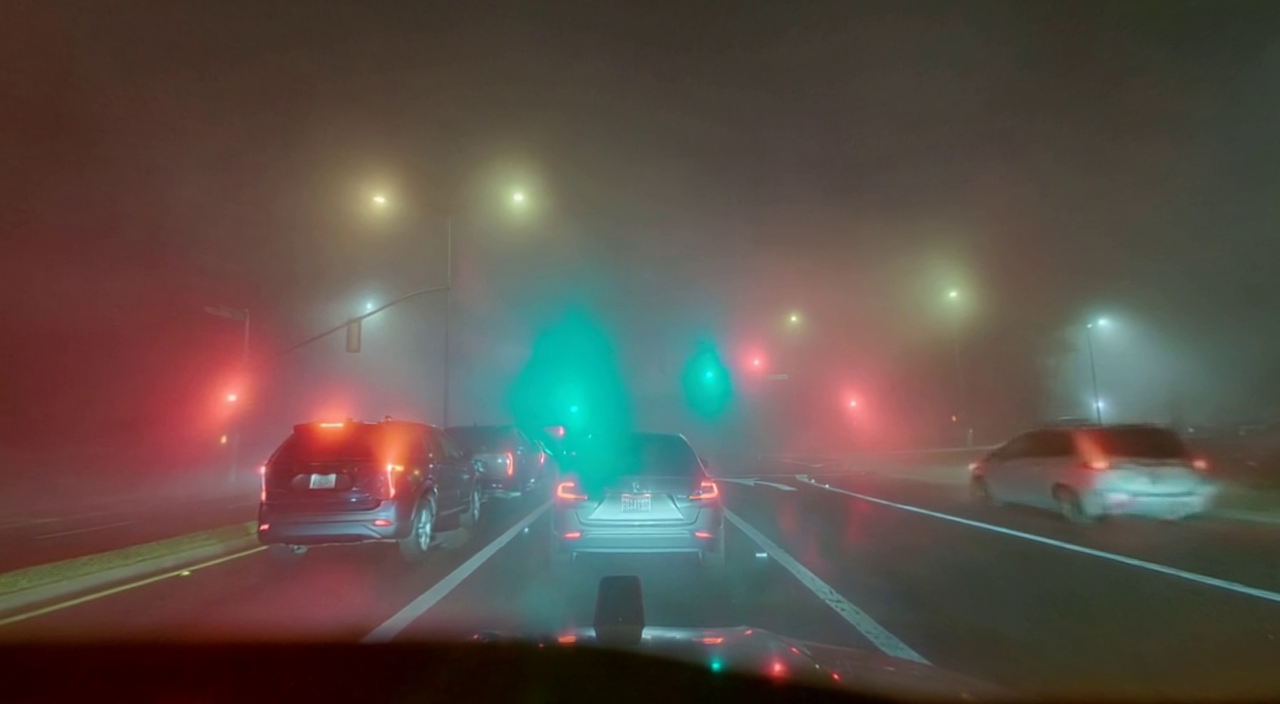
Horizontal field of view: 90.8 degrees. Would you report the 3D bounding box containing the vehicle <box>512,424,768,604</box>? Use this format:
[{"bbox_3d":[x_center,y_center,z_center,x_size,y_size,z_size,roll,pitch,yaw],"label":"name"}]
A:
[{"bbox_3d":[-0.061,1.642,7.312,2.126,1.475,3.967,0,-8,-2],"label":"vehicle"}]

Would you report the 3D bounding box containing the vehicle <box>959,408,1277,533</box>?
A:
[{"bbox_3d":[7.819,1.984,11.101,2.059,1.719,4.443,0,-8,0],"label":"vehicle"}]

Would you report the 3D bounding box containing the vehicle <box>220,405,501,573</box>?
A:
[{"bbox_3d":[-3.427,1.758,8.856,2.046,1.751,4.208,0,-8,-1],"label":"vehicle"}]
